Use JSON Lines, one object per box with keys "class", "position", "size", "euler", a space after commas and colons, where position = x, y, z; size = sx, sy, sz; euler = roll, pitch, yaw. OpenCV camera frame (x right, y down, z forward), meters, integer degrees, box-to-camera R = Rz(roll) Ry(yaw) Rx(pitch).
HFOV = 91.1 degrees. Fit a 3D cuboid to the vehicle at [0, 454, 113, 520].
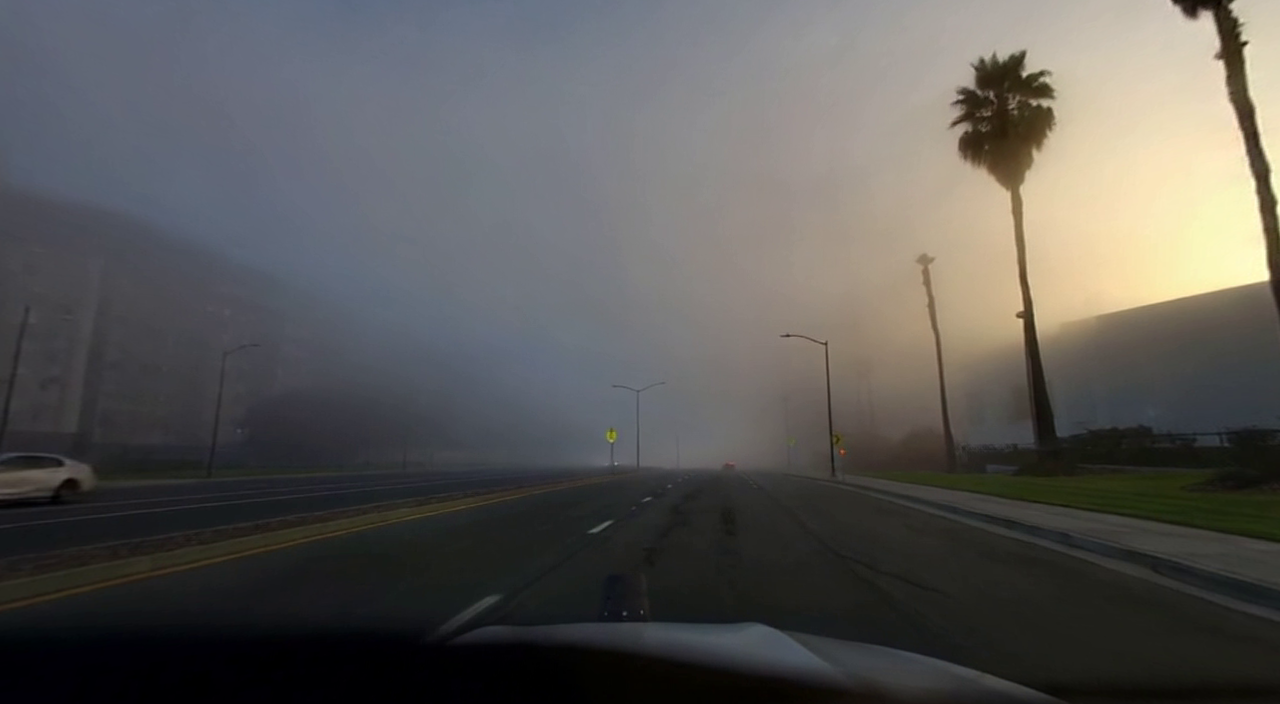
{"class": "vehicle", "position": [-15.726, 3.201, 14.896], "size": [1.915, 1.490, 4.763], "euler": [-1, -9, 8]}
